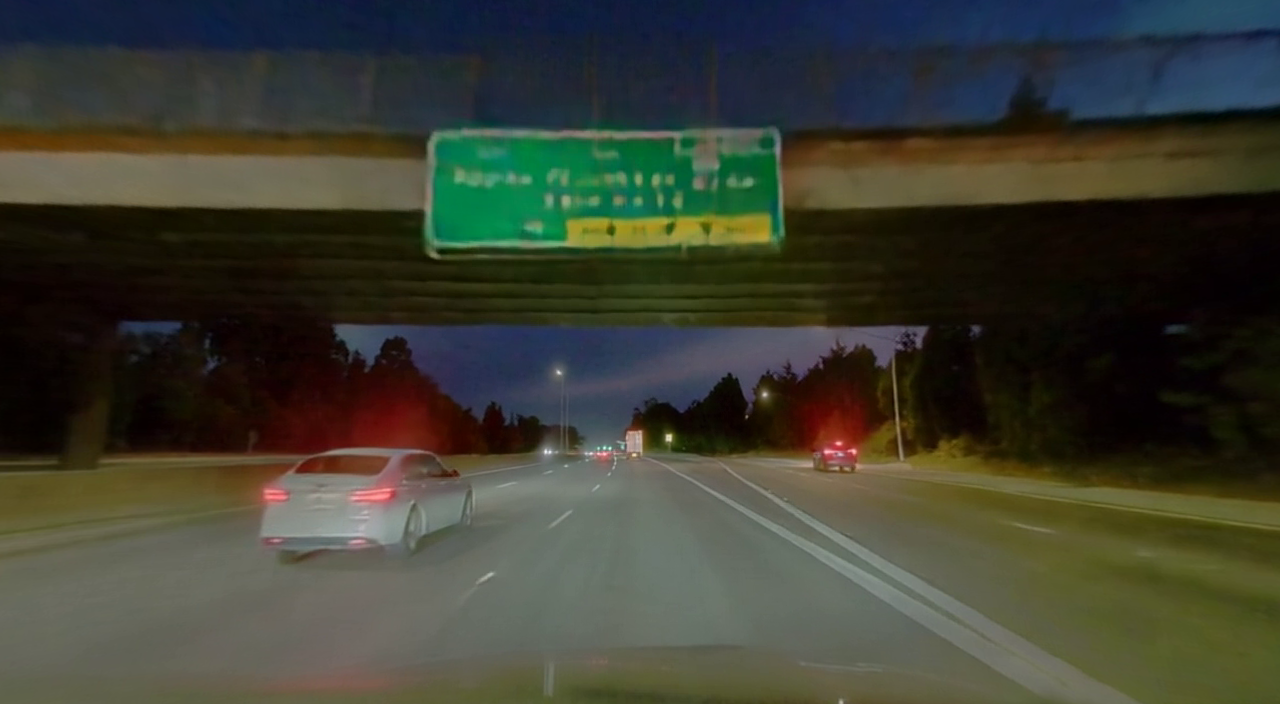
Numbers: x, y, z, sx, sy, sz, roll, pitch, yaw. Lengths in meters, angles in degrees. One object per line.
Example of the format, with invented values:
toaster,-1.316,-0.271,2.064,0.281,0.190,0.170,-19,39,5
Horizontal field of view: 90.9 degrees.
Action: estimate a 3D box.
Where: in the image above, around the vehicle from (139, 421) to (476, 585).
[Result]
vehicle,-3.763,1.789,8.220,2.070,1.564,4.145,0,-9,1
